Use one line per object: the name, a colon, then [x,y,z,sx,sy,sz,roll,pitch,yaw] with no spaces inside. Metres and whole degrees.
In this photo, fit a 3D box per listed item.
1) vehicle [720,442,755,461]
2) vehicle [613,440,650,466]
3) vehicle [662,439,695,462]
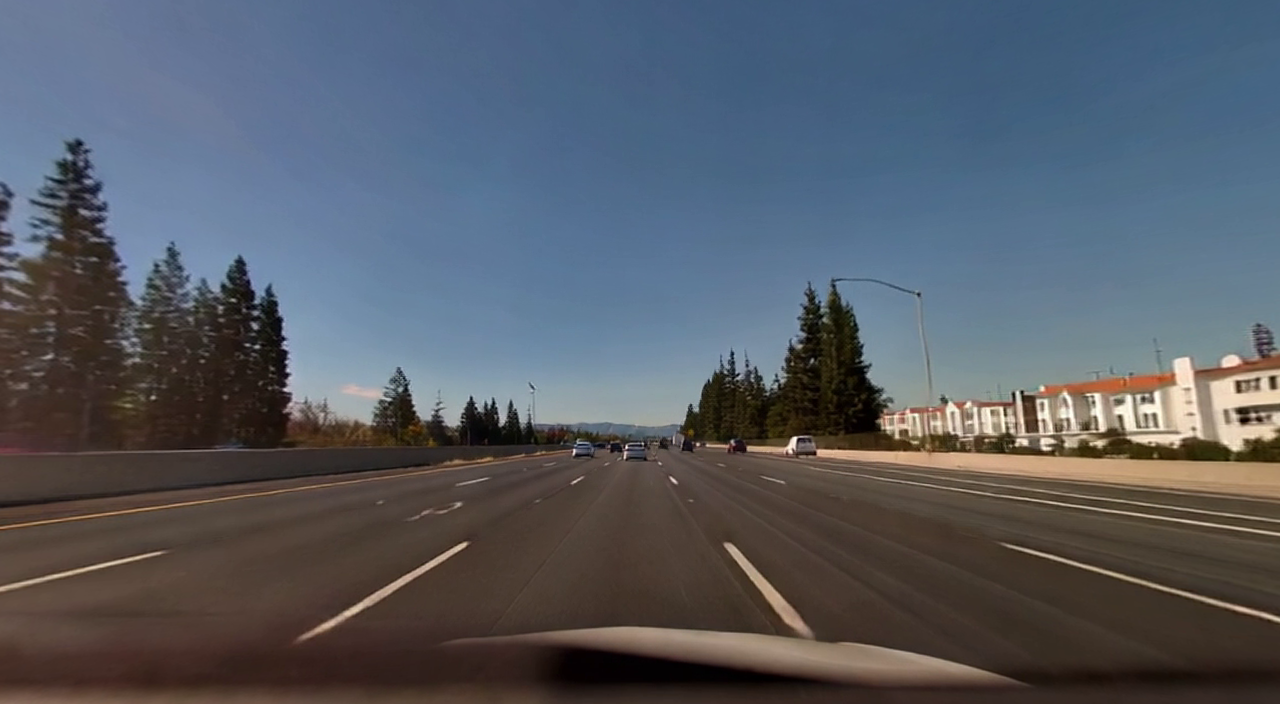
vehicle: [7.542,7.740,49.413,2.009,1.419,3.970,0,-8,-1]
vehicle: [-0.494,6.135,38.702,2.146,1.485,4.332,0,-8,0]
vehicle: [2.791,7.268,46.986,2.084,1.624,3.935,0,-8,-1]
